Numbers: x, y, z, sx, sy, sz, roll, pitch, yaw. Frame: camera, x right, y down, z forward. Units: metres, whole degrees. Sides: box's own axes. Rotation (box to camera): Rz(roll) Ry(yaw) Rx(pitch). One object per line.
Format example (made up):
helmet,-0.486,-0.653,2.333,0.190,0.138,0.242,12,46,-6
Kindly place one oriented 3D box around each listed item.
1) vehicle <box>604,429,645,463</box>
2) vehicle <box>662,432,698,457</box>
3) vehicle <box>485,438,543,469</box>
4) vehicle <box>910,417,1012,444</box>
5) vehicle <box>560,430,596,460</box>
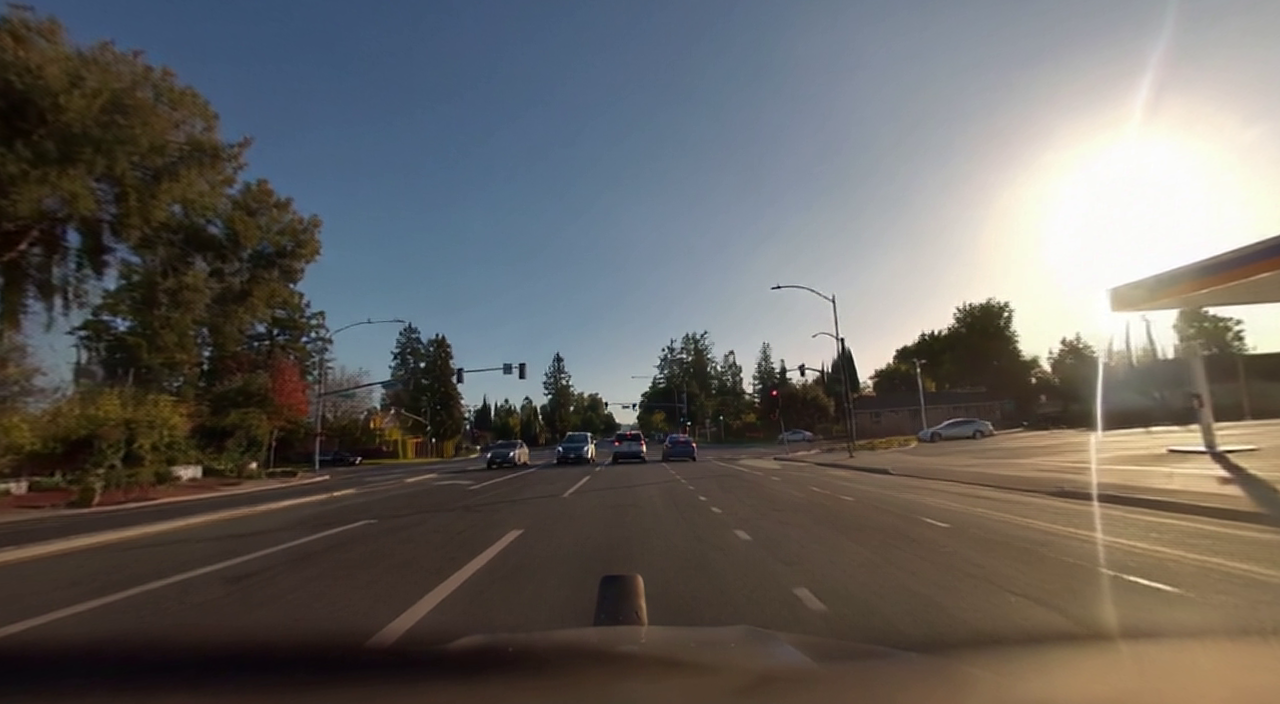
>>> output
vehicle,-0.779,5.143,34.609,2.146,1.742,4.095,0,-8,0
vehicle,2.738,6.486,44.061,2.103,1.647,4.318,0,-8,-2
vehicle,-6.343,5.159,32.253,2.033,1.442,4.668,0,-8,-1
vehicle,17.999,4.462,35.444,4.660,1.462,2.034,0,-8,0
vehicle,-4.007,6.128,41.444,2.139,1.851,3.970,0,-8,-2
